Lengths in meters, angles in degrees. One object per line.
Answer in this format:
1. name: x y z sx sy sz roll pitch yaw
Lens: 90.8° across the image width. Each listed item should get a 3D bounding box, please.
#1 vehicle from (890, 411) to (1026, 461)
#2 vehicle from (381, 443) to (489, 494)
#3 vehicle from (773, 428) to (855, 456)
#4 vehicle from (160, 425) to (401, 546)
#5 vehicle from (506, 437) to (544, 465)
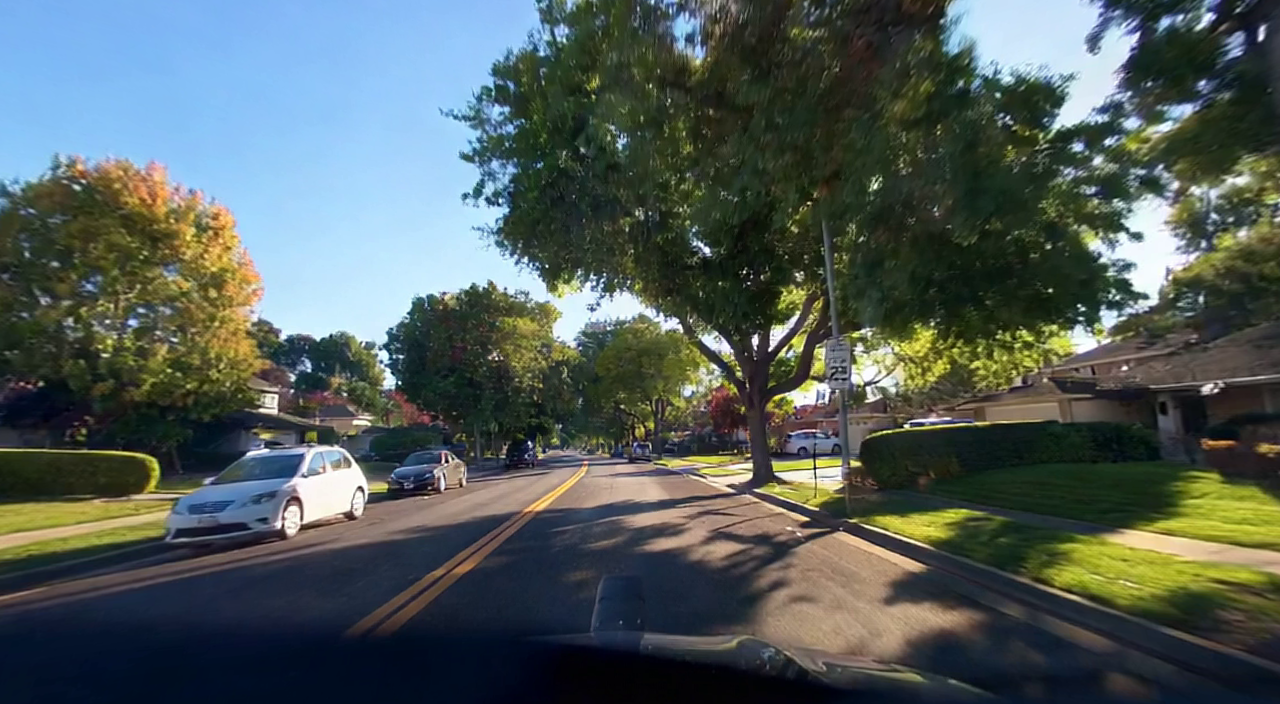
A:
1. vehicle: 12.705 3.394 25.441 4.392 1.944 1.917 0 -8 -1
2. vehicle: -6.693 3.854 21.357 2.004 1.400 5.505 -2 -9 -2
3. vehicle: 11.863 6.154 43.324 4.938 1.830 2.024 0 -8 -2
4. vehicle: -6.556 2.489 12.358 2.051 1.761 4.698 -3 -9 -1
5. vehicle: -8.226 7.133 45.559 2.102 1.801 5.574 -1 -9 -5
